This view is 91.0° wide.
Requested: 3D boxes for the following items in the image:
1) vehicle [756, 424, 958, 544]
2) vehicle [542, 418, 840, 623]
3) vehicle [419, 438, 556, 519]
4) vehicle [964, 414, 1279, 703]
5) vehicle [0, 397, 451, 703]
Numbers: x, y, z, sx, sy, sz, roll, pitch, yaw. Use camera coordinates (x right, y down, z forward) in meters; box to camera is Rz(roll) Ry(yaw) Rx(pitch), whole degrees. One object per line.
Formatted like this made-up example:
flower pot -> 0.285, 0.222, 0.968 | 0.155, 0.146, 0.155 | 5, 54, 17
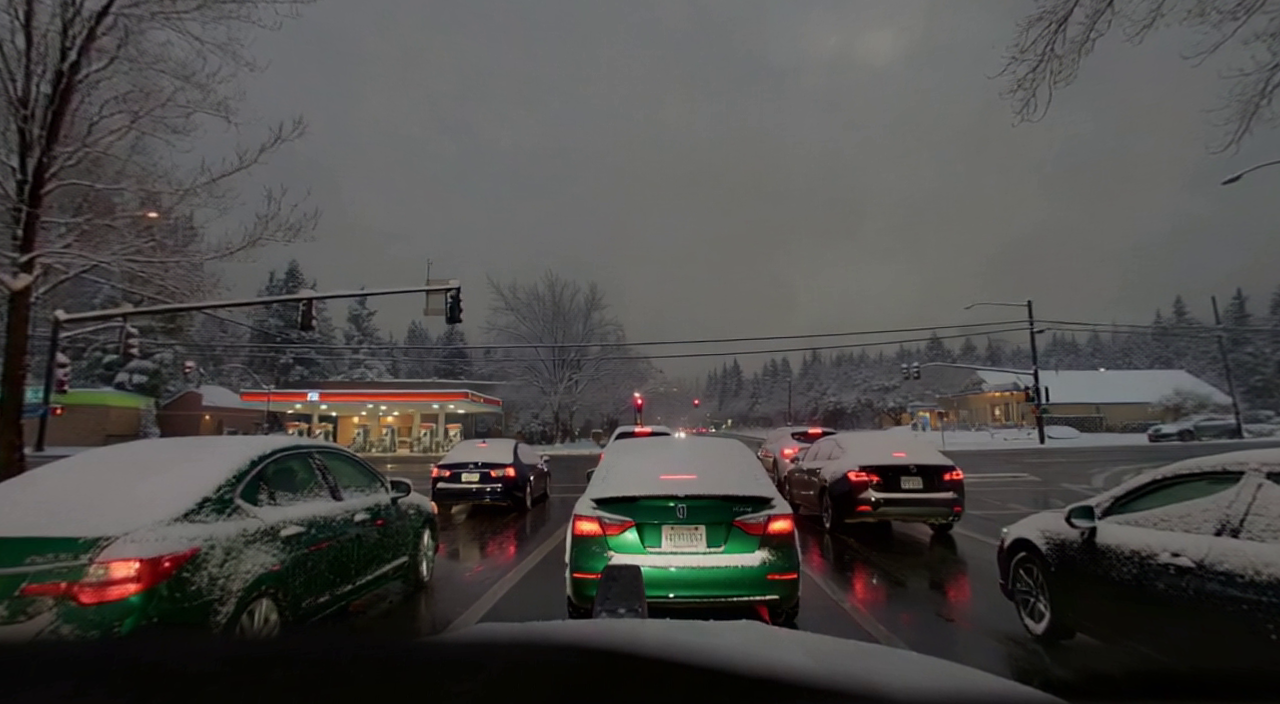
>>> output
vehicle -> 3.373, 2.124, 10.776 | 1.947, 1.630, 4.127 | 0, -9, 0
vehicle -> 0.321, 1.582, 6.924 | 2.220, 1.507, 4.317 | 0, -9, -2
vehicle -> -3.083, 2.639, 13.681 | 1.867, 1.474, 4.237 | 0, -9, 1
vehicle -> 4.170, 1.134, 3.615 | 1.950, 1.497, 4.686 | 0, -9, -3
vehicle -> -3.013, 1.248, 4.599 | 1.887, 1.493, 4.255 | 0, -9, 1
